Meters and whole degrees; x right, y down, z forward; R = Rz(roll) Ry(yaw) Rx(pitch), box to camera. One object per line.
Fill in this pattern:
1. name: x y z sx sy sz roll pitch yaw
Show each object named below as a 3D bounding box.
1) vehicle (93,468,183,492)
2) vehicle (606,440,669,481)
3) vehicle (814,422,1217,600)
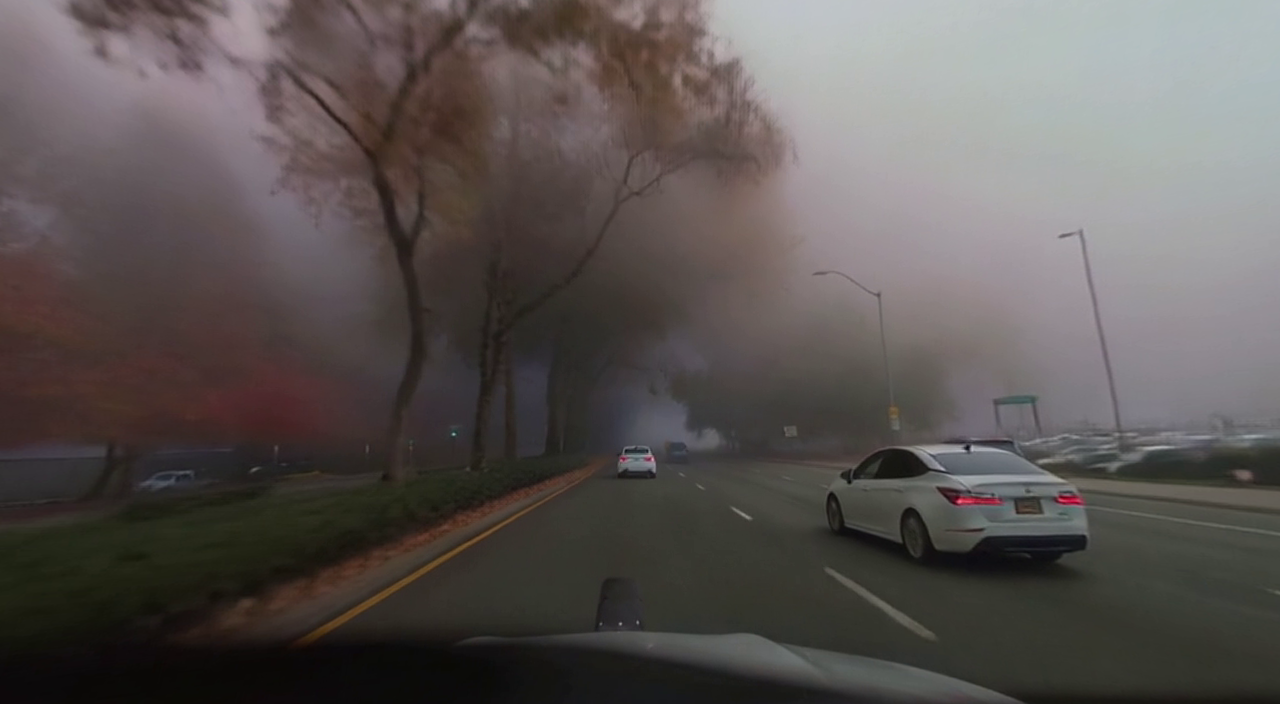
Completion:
1. vehicle: -33.775 8.588 42.569 4.571 1.480 2.013 -1 -9 8
2. vehicle: -0.143 4.281 25.148 2.289 1.471 4.477 0 -9 -2
3. vehicle: 3.773 1.660 7.543 2.094 1.480 4.323 0 -9 -1
